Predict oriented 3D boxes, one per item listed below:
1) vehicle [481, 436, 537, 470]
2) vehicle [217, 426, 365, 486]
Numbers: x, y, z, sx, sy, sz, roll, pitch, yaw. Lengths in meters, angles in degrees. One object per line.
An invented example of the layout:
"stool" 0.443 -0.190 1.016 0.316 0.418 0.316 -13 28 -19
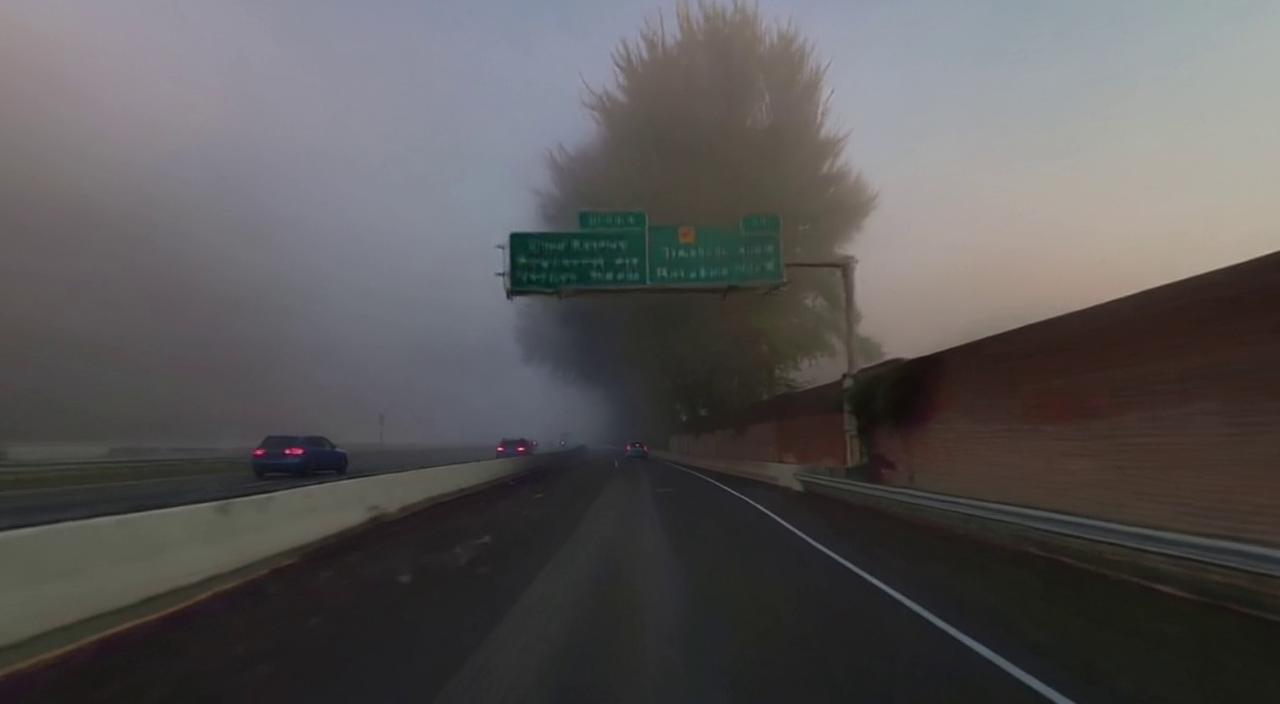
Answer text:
"vehicle" -7.097 5.517 34.645 2.151 1.707 4.759 1 -9 -2
"vehicle" -10.651 3.224 19.719 2.025 1.618 4.683 1 -9 -2
